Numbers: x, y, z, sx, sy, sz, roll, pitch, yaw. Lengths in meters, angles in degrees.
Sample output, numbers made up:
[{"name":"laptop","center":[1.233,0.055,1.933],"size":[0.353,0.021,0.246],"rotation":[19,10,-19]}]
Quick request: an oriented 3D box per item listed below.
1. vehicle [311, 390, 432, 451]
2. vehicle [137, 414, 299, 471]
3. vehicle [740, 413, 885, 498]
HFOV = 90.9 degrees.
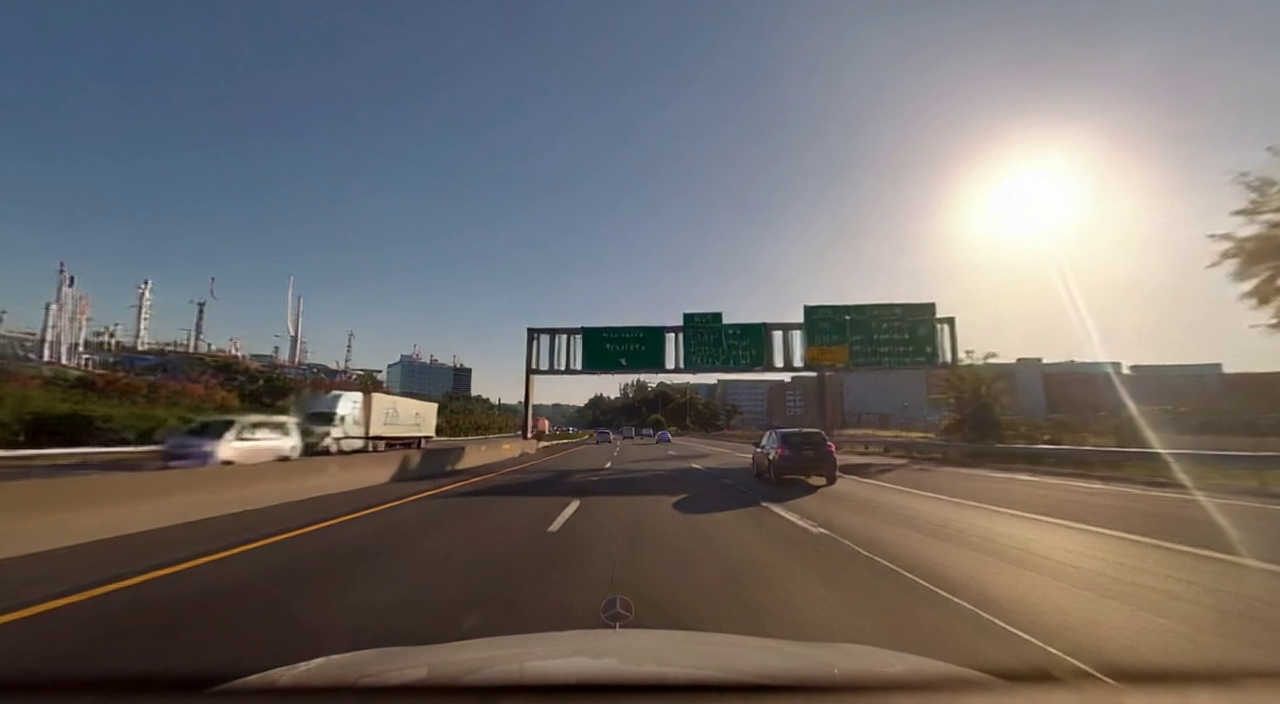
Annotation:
[{"name":"vehicle","center":[-19.325,5.307,47.068],"size":[2.981,3.857,14.529],"rotation":[0,-8,-1]},{"name":"vehicle","center":[-12.396,2.700,18.928],"size":[2.014,1.527,4.172],"rotation":[0,-8,-1]},{"name":"vehicle","center":[3.698,2.310,14.437],"size":[2.022,1.637,4.229],"rotation":[0,-8,-2]}]
